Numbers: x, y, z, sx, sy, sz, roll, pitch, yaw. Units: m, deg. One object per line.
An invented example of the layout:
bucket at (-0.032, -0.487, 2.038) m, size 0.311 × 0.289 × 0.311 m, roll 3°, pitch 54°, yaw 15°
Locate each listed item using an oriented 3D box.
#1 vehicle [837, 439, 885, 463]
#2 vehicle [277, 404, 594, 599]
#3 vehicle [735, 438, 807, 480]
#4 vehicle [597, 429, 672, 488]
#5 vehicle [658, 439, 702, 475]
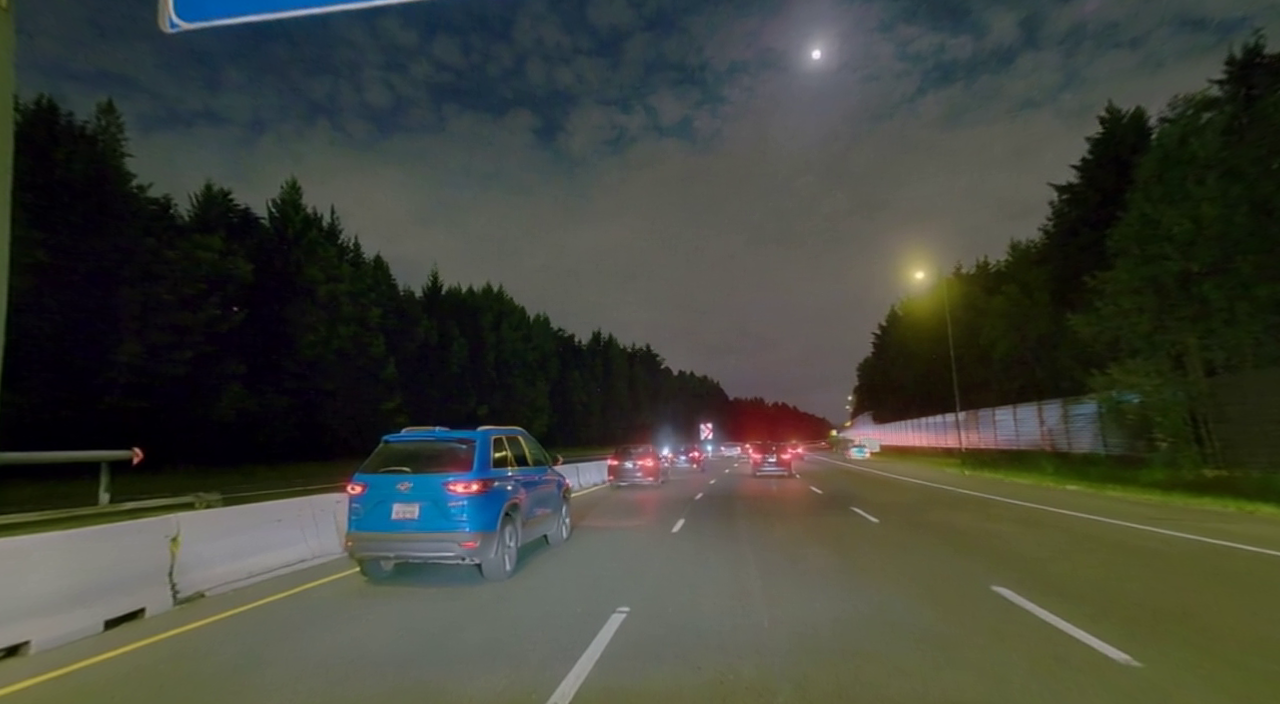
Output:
vehicle at (14.468, 6.514, 41.513) m, size 1.990 × 1.478 × 4.475 m, roll -1°, pitch -8°, yaw 6°
vehicle at (-1.939, 1.578, 7.531) m, size 2.021 × 1.635 × 4.085 m, roll -1°, pitch -8°, yaw 7°
vehicle at (4.907, 4.057, 24.232) m, size 1.962 × 1.442 × 4.536 m, roll 0°, pitch -8°, yaw 2°
vehicle at (-0.077, 3.323, 19.862) m, size 2.017 × 1.662 × 3.543 m, roll -1°, pitch -8°, yaw 5°
vehicle at (1.791, 4.563, 27.603) m, size 1.755 × 1.457 × 3.686 m, roll -1°, pitch -8°, yaw 5°
